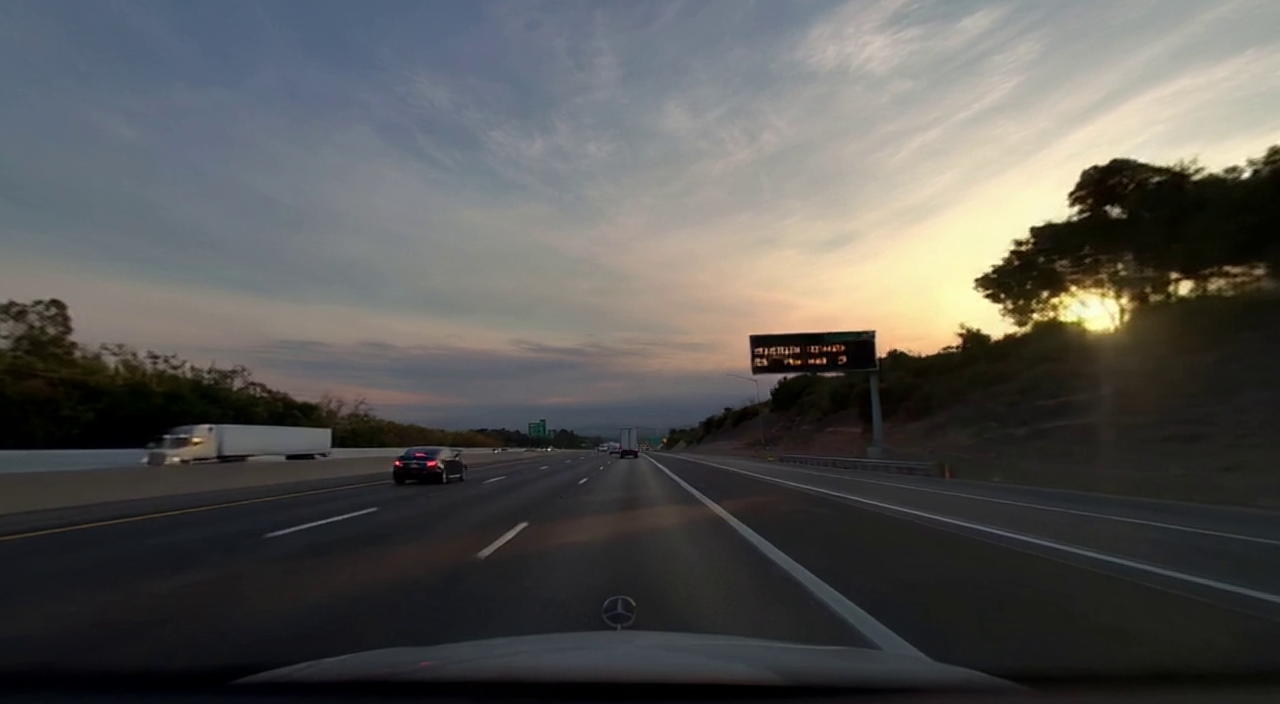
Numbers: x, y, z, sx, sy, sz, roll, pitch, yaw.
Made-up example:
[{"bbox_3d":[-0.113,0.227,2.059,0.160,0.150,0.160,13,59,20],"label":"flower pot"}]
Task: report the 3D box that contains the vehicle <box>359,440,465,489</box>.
[{"bbox_3d":[-7.981,3.968,22.680,2.005,1.545,4.874,0,-8,0],"label":"vehicle"}]
